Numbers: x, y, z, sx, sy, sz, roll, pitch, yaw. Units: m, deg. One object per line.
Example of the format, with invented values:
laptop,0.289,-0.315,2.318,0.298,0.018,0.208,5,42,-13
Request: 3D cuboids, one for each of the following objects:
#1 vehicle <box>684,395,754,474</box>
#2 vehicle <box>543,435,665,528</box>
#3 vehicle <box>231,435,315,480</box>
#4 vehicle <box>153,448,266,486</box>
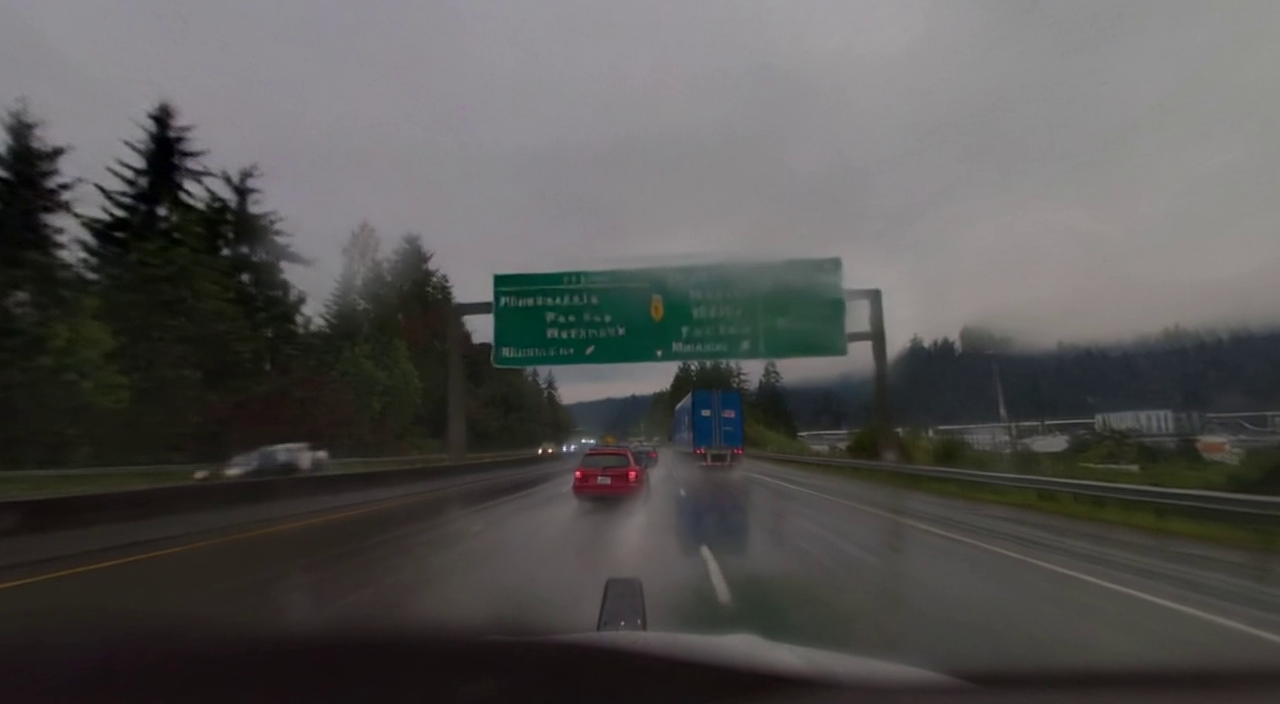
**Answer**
vehicle,4.499,5.271,39.052,2.960,4.018,13.834,0,-9,2
vehicle,-0.509,2.527,12.855,2.039,1.532,4.610,0,-9,2
vehicle,-19.333,5.556,33.392,2.010,2.199,3.623,-1,-9,4
vehicle,-19.524,5.217,28.849,1.828,1.568,4.418,0,-9,3
